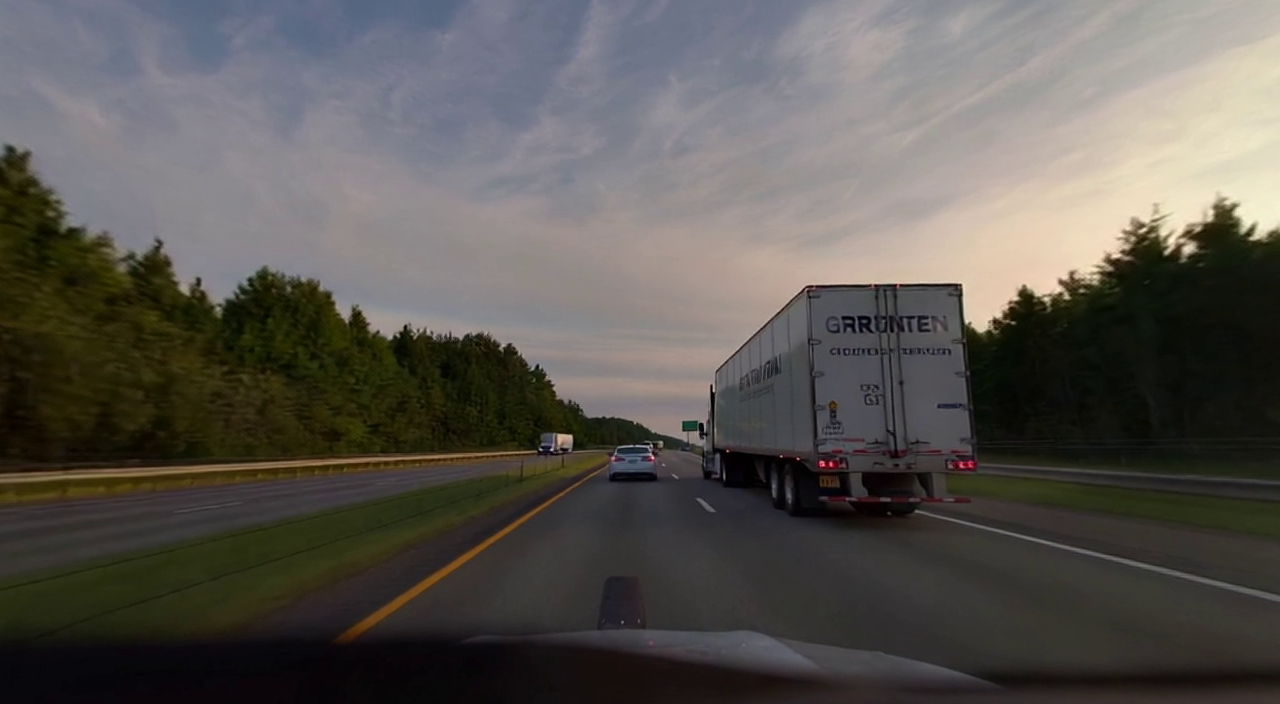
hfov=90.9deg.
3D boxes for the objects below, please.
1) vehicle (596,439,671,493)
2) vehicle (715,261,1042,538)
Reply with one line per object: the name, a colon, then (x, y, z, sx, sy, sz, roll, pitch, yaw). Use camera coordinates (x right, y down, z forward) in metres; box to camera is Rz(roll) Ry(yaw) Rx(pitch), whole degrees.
vehicle: (-0.180, 3.481, 19.522, 2.074, 1.475, 3.960, 0, -9, 0)
vehicle: (4.273, 1.756, 16.410, 2.909, 4.074, 14.457, 0, -9, 0)
